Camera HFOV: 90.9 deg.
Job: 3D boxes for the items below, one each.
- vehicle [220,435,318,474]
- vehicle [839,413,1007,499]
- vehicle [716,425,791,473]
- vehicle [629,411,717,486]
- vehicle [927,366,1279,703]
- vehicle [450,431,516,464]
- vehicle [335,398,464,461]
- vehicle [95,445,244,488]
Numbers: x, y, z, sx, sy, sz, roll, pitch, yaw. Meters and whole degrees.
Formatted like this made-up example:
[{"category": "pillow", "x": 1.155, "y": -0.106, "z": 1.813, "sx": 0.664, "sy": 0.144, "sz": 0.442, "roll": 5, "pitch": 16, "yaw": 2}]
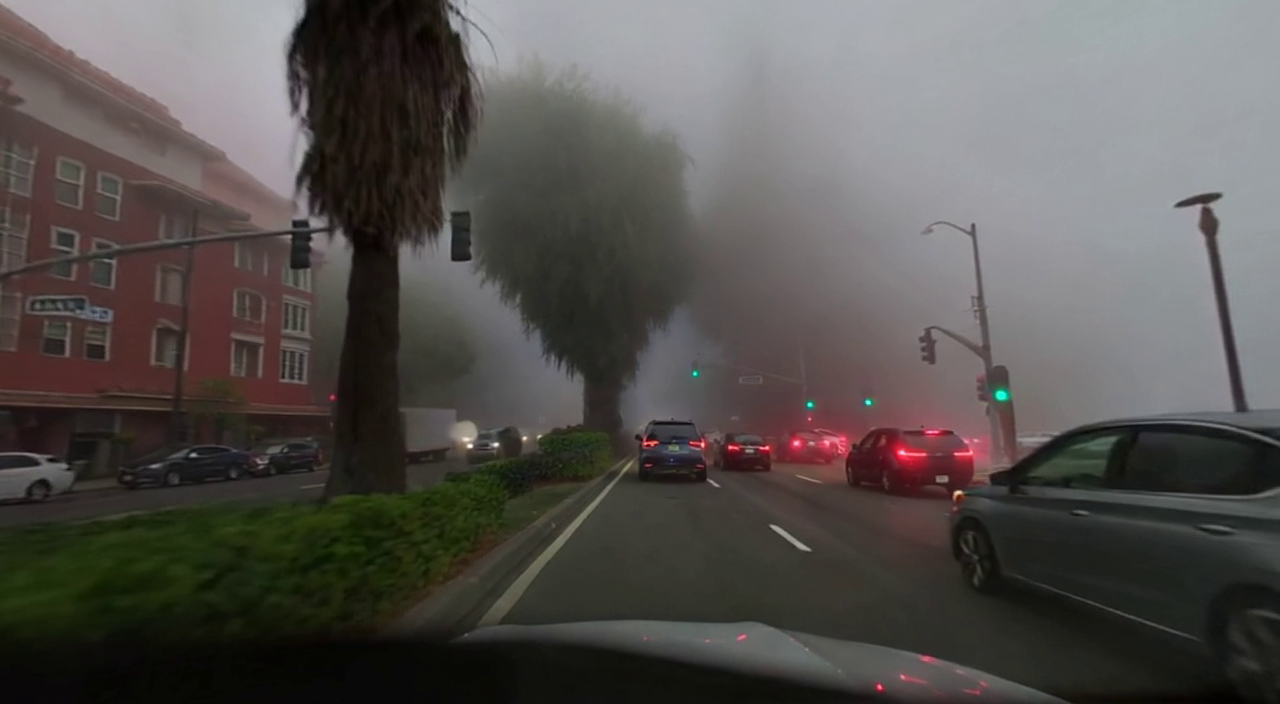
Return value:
[{"category": "vehicle", "x": -18.062, "y": 5.004, "z": 30.972, "sx": 1.965, "sy": 1.747, "sz": 4.461, "roll": 0, "pitch": -8, "yaw": 2}, {"category": "vehicle", "x": 7.458, "y": 2.820, "z": 17.441, "sx": 2.215, "sy": 1.973, "sz": 5.323, "roll": 0, "pitch": -8, "yaw": 1}, {"category": "vehicle", "x": 4.515, "y": 3.973, "z": 26.001, "sx": 2.283, "sy": 1.738, "sz": 4.916, "roll": 0, "pitch": -8, "yaw": 1}, {"category": "vehicle", "x": 1.006, "y": 3.143, "z": 20.722, "sx": 2.487, "sy": 2.115, "sz": 5.444, "roll": 0, "pitch": -8, "yaw": 2}, {"category": "vehicle", "x": 3.869, "y": 1.077, "z": 4.108, "sx": 1.993, "sy": 1.645, "sz": 4.350, "roll": 0, "pitch": -8, "yaw": 1}, {"category": "vehicle", "x": -7.800, "y": 4.824, "z": 31.824, "sx": 2.101, "sy": 1.538, "sz": 4.253, "roll": -1, "pitch": -8, "yaw": 2}, {"category": "vehicle", "x": -14.580, "y": 5.018, "z": 39.810, "sx": 3.100, "sy": 3.378, "sz": 11.784, "roll": -1, "pitch": -8, "yaw": 2}, {"category": "vehicle", "x": -18.511, "y": 4.499, "z": 25.211, "sx": 2.070, "sy": 1.499, "sz": 4.851, "roll": -1, "pitch": -8, "yaw": 3}]
